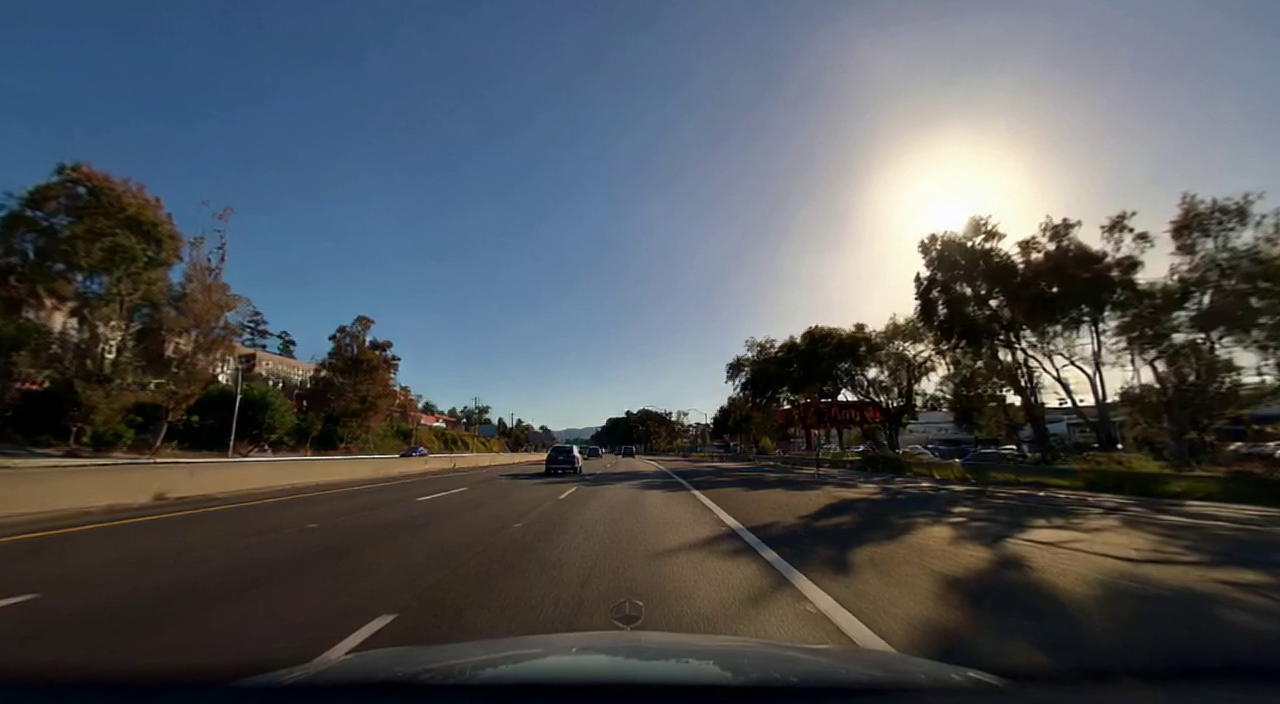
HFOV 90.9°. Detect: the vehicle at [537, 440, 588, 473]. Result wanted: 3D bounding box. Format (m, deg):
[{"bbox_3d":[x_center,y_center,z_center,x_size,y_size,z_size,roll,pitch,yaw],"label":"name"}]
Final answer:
[{"bbox_3d":[-4.403,6.019,36.665,2.236,1.736,5.585,0,-8,0],"label":"vehicle"}]
